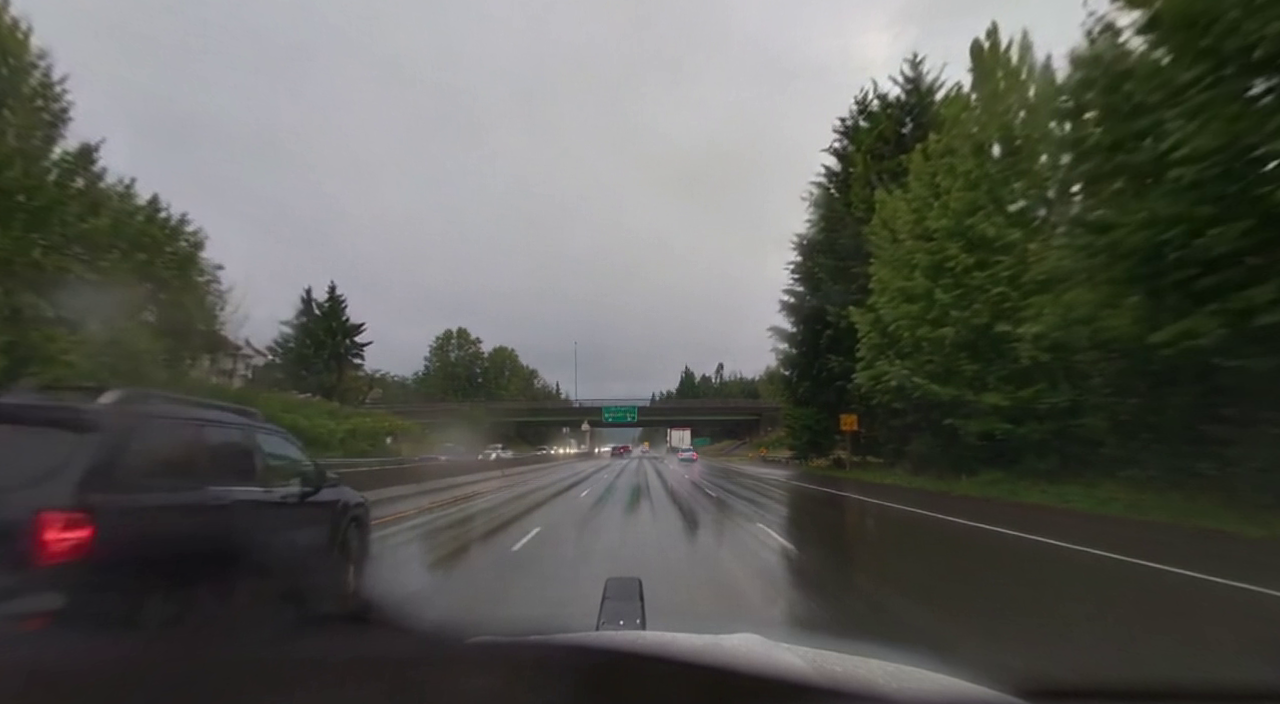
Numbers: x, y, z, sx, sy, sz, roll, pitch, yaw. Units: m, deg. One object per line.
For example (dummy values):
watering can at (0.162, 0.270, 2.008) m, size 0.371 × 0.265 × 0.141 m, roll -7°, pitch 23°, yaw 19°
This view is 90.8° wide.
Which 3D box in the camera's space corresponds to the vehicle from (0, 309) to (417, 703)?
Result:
vehicle at (-3.385, 1.029, 4.037) m, size 2.238 × 1.792 × 4.518 m, roll 0°, pitch -9°, yaw 0°
